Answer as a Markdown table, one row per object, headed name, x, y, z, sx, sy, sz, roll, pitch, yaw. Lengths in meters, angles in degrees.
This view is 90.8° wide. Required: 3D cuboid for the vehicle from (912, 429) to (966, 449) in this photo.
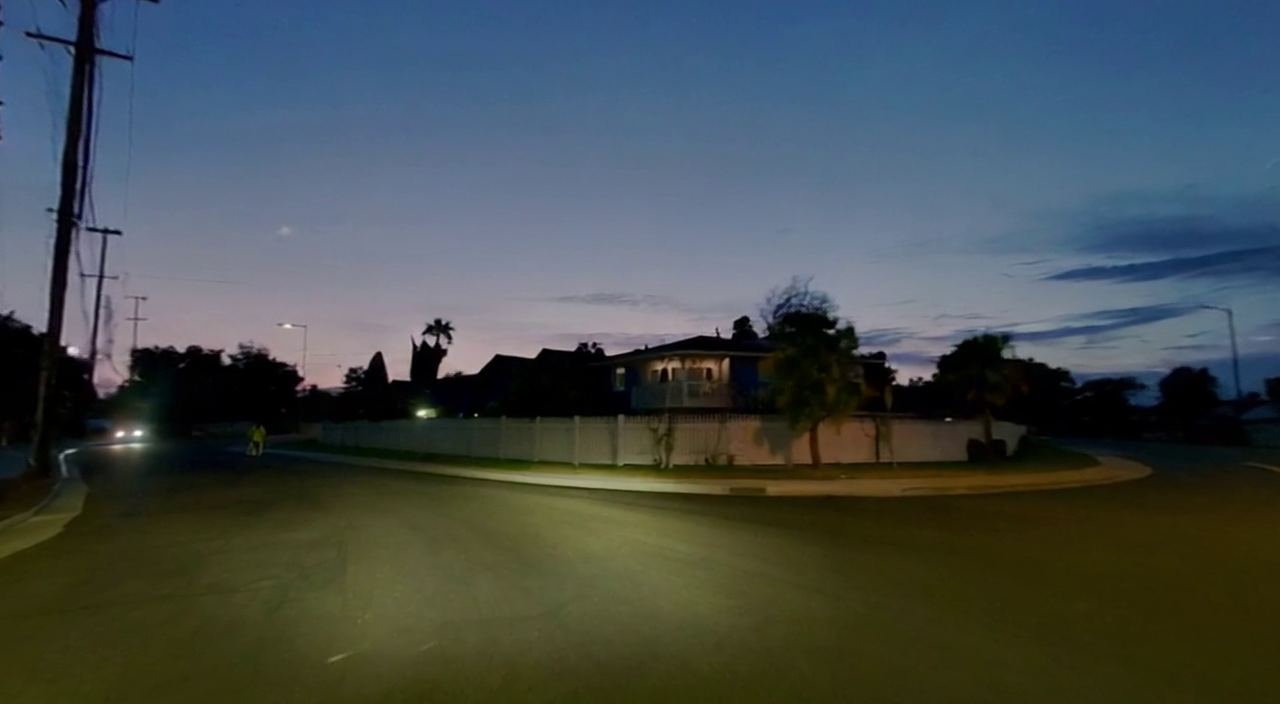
| name | x | y | z | sx | sy | sz | roll | pitch | yaw |
| --- | --- | --- | --- | --- | --- | --- | --- | --- | --- |
| vehicle | 23.405 | 6.819 | 49.476 | 3.581 | 1.474 | 1.702 | -4 | -9 | 34 |
